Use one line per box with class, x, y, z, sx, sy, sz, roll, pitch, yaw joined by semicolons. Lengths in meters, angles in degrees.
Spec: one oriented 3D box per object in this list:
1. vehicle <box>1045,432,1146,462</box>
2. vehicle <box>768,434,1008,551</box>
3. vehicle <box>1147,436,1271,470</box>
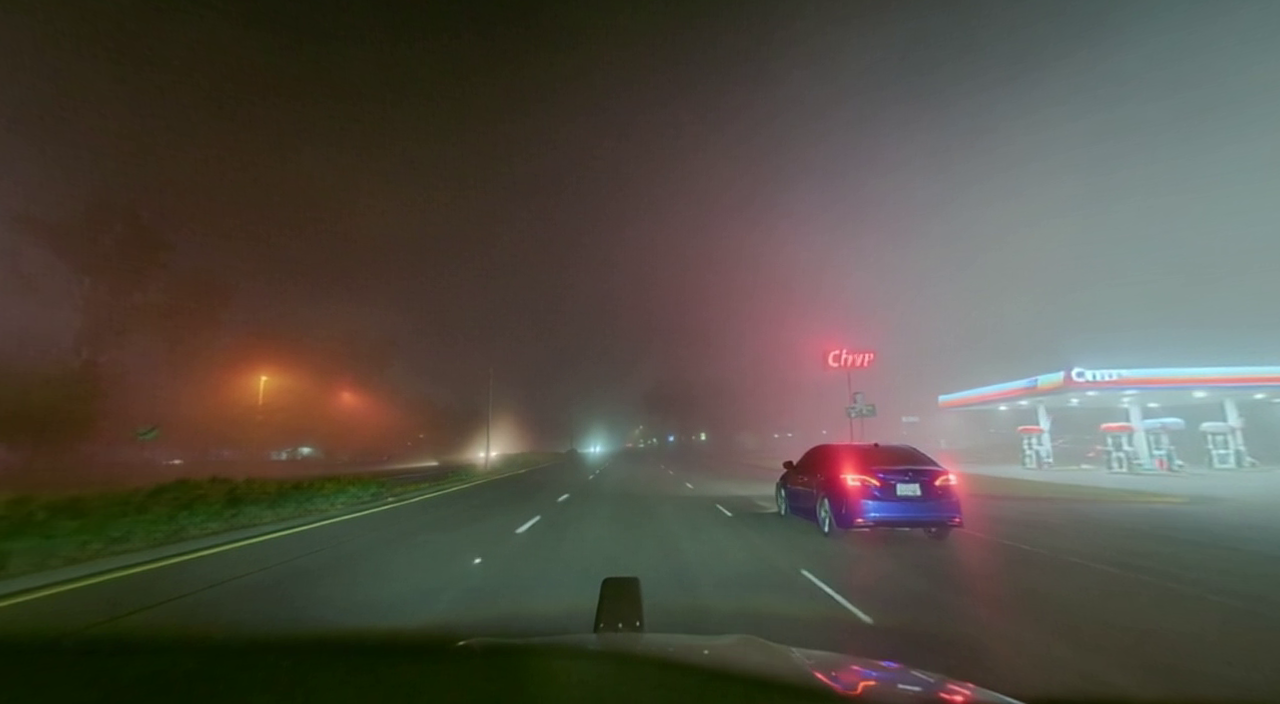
vehicle;32.454;6.799;45.161;5.339;1.812;2.175;-3;-9;3
vehicle;3.547;2.069;10.081;1.978;1.442;4.262;0;-8;-2
vehicle;28.501;5.073;31.761;4.280;1.637;2.009;0;-9;-2
